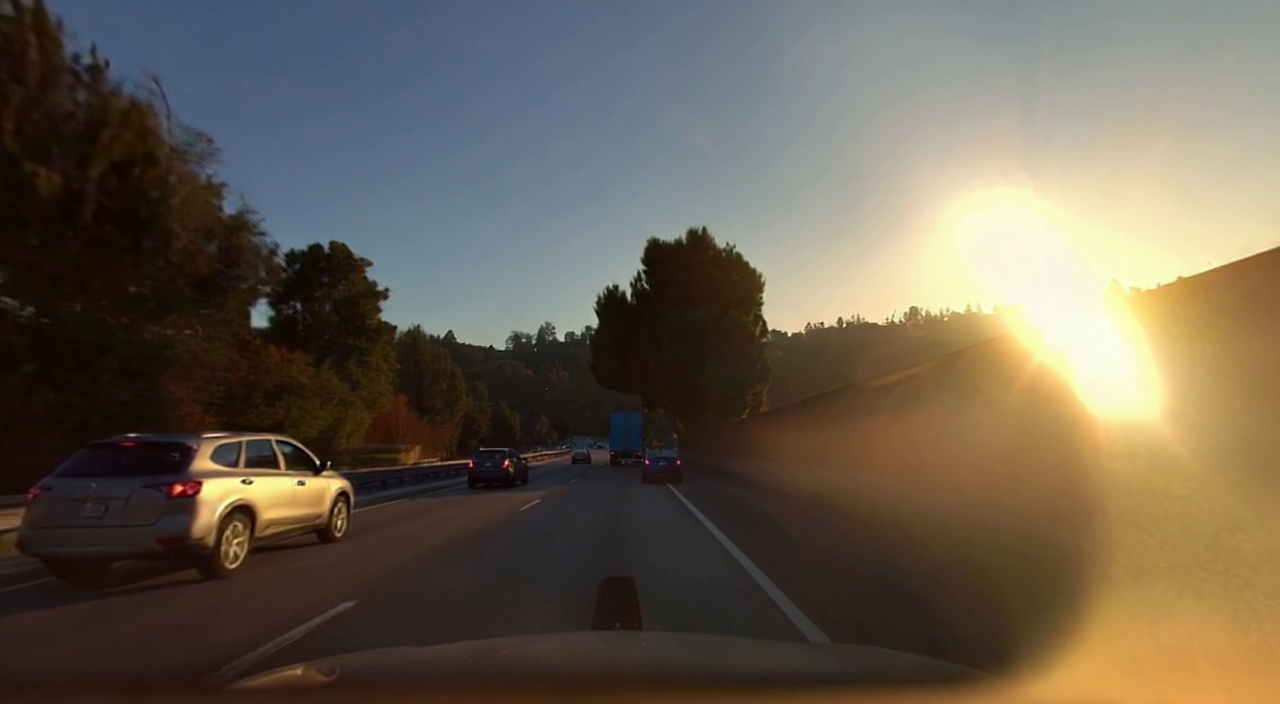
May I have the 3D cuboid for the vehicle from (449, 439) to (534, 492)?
[{"bbox_3d":[-5.134,3.967,22.282,2.035,1.664,4.064,0,-9,0],"label":"vehicle"}]

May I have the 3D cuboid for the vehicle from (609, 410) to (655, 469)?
[{"bbox_3d":[-0.729,6.848,48.617,3.113,4.066,10.786,0,-9,-2],"label":"vehicle"}]

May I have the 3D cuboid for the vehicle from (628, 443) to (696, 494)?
[{"bbox_3d":[0.631,3.817,20.895,2.026,1.489,4.045,0,-9,-1],"label":"vehicle"}]

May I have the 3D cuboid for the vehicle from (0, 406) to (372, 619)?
[{"bbox_3d":[-5.002,1.590,7.104,2.100,1.671,4.105,0,-9,0],"label":"vehicle"}]
